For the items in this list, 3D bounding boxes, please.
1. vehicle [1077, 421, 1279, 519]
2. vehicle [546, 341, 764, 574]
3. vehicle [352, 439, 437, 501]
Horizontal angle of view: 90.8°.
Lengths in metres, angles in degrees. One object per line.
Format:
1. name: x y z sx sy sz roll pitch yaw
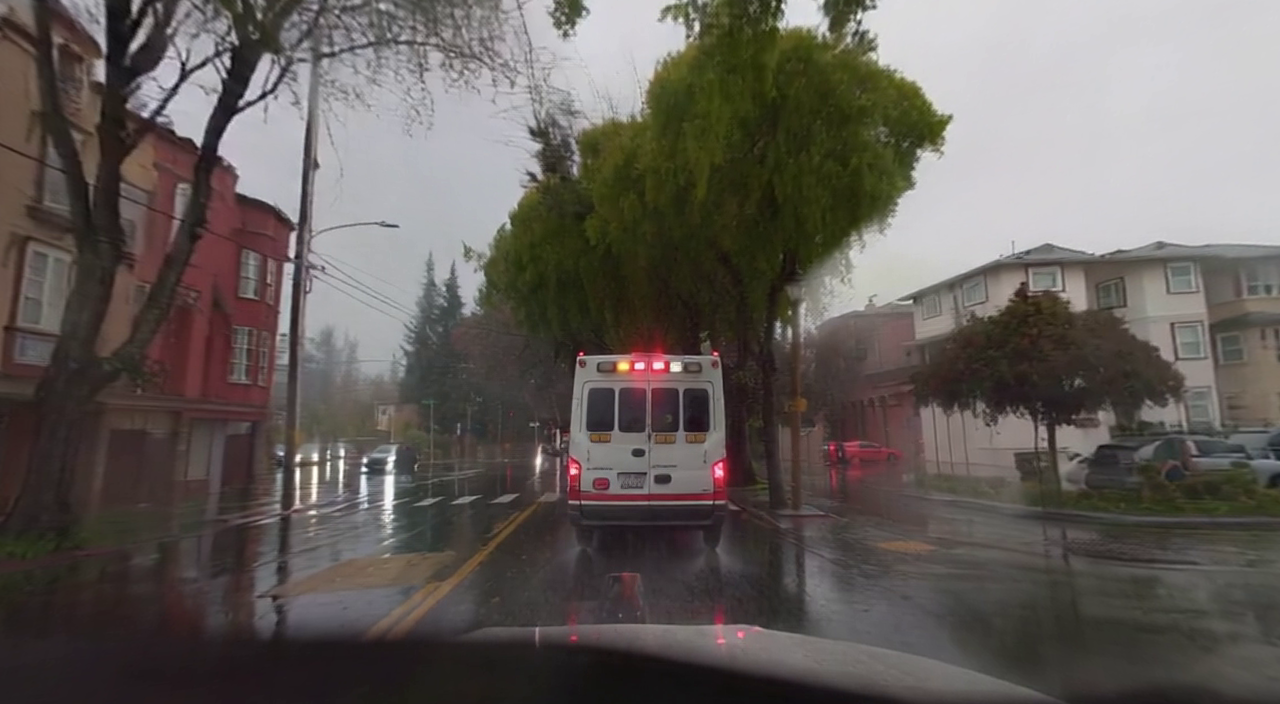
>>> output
1. vehicle: 13.258 2.559 13.974 5.270 1.966 2.329 -2 -8 11
2. vehicle: 0.175 1.581 10.008 2.444 2.640 5.482 0 -8 0
3. vehicle: -8.340 3.865 21.281 2.290 1.776 4.947 3 -9 -23
